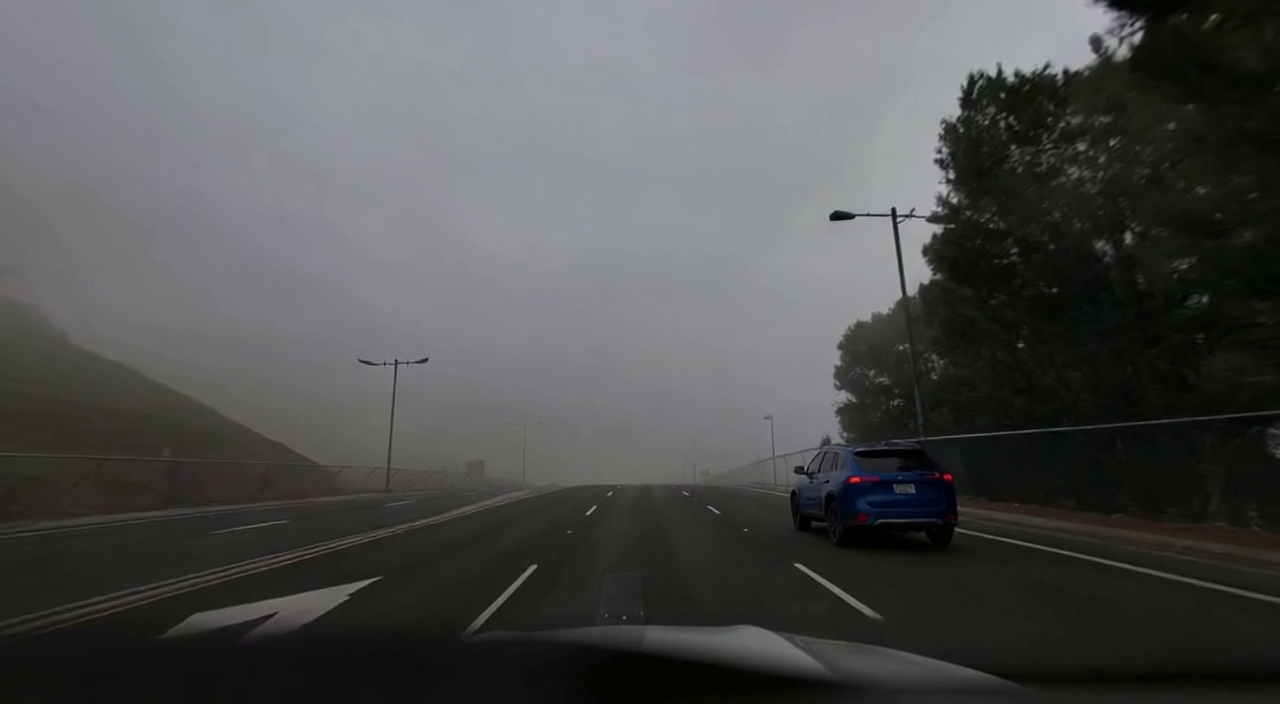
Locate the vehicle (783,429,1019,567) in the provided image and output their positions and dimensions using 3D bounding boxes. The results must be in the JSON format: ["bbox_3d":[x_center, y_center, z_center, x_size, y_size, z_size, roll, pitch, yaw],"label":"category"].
[{"bbox_3d":[3.841,2.209,10.296,1.989,1.730,4.324,0,-9,0],"label":"vehicle"}]
